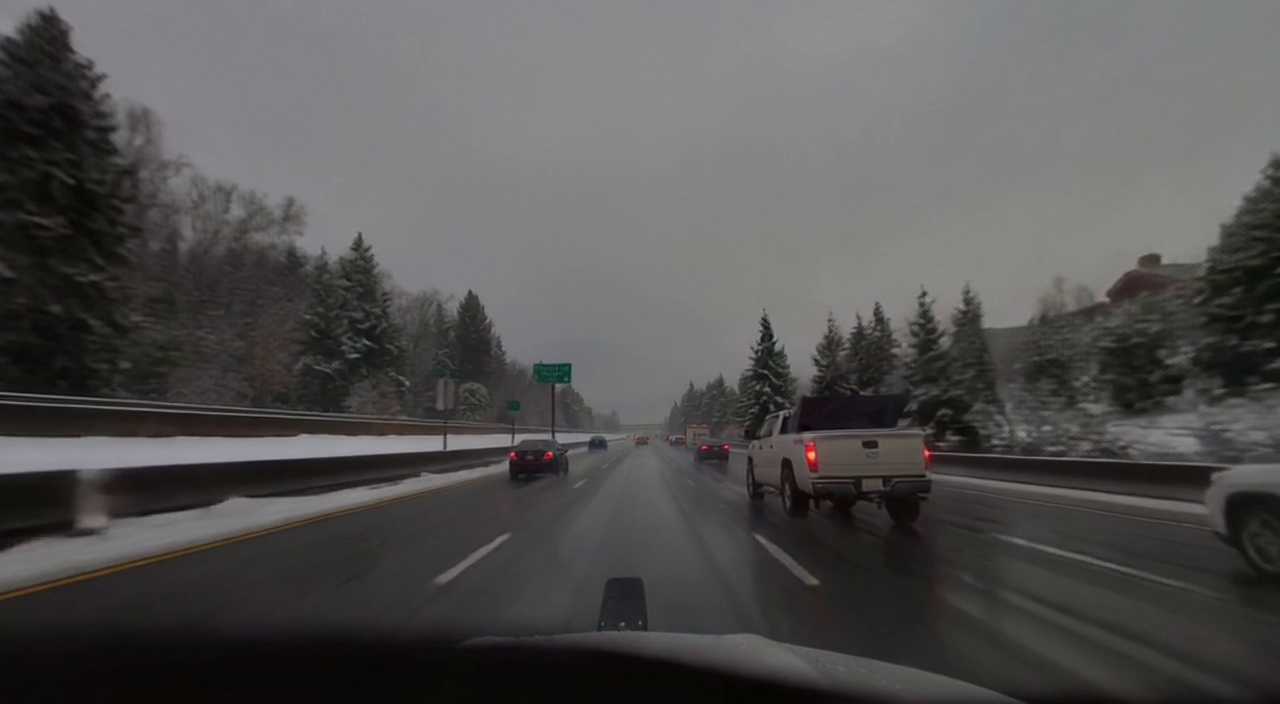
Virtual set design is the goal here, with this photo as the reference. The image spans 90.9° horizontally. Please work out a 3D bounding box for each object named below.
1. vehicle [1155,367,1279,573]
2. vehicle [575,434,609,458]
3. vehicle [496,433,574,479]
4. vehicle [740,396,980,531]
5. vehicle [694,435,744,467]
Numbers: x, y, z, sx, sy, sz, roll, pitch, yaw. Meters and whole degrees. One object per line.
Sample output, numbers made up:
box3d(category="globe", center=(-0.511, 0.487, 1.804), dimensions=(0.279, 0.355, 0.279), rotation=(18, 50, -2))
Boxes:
box3d(category="vehicle", center=(7.308, 0.926, 4.621), dimensions=(2.291, 1.968, 5.662), rotation=(0, -8, 1))
box3d(category="vehicle", center=(-3.352, 6.645, 44.672), dimensions=(2.020, 1.628, 4.248), rotation=(0, -8, 1))
box3d(category="vehicle", center=(-3.608, 3.654, 22.405), dimensions=(1.978, 1.473, 4.073), rotation=(0, -8, 2))
box3d(category="vehicle", center=(3.620, 2.011, 11.948), dimensions=(2.517, 1.935, 5.552), rotation=(0, -8, 0))
box3d(category="vehicle", center=(3.905, 4.991, 31.852), dimensions=(1.953, 1.480, 4.053), rotation=(0, -8, -1))
